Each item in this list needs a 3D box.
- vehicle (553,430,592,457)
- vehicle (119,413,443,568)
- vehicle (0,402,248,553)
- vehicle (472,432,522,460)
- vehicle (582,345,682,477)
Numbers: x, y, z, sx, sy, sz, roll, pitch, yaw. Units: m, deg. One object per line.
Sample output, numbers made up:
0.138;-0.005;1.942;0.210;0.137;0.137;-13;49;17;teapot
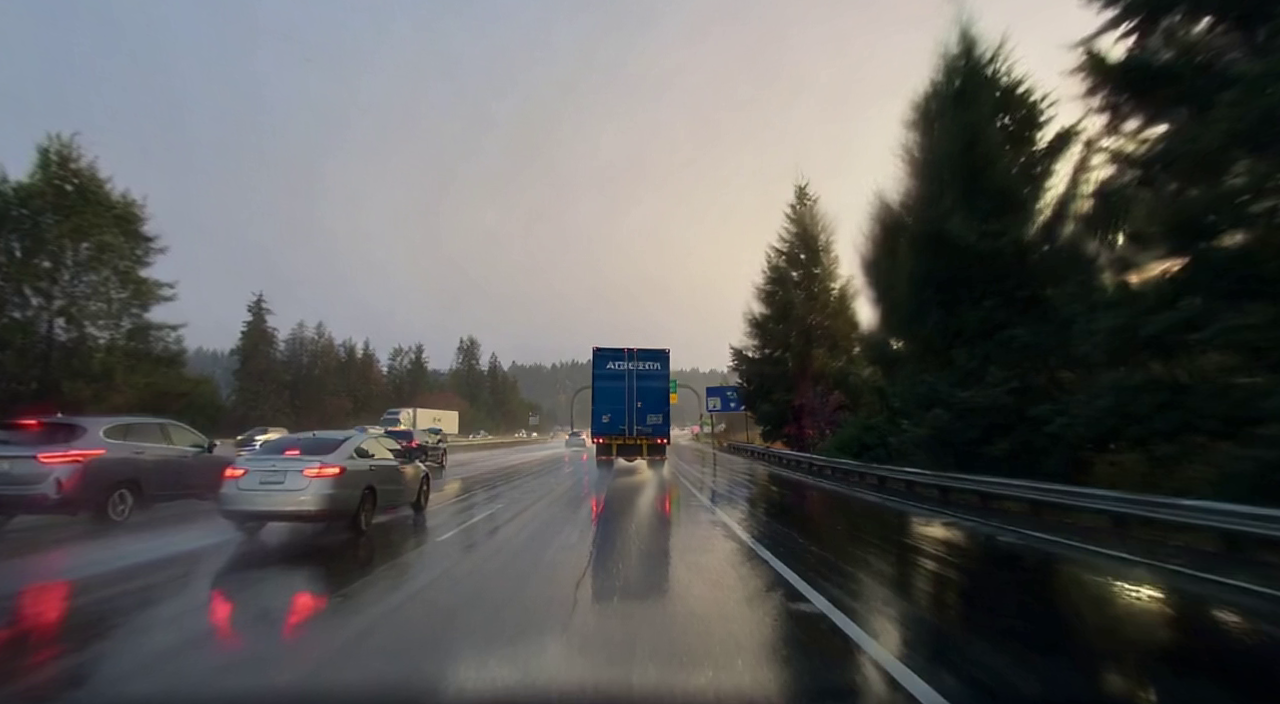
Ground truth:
-4.334;5.951;40.988;2.104;1.653;4.302;0;-8;0;vehicle
-4.103;1.609;8.095;1.933;1.492;3.838;0;-8;-1;vehicle
-7.936;1.667;9.035;1.990;1.654;4.129;0;-8;-1;vehicle
-8.398;5.568;37.393;1.976;1.510;4.604;0;-8;-1;vehicle
-0.329;2.532;25.036;3.118;4.106;10.719;0;-8;-1;vehicle
